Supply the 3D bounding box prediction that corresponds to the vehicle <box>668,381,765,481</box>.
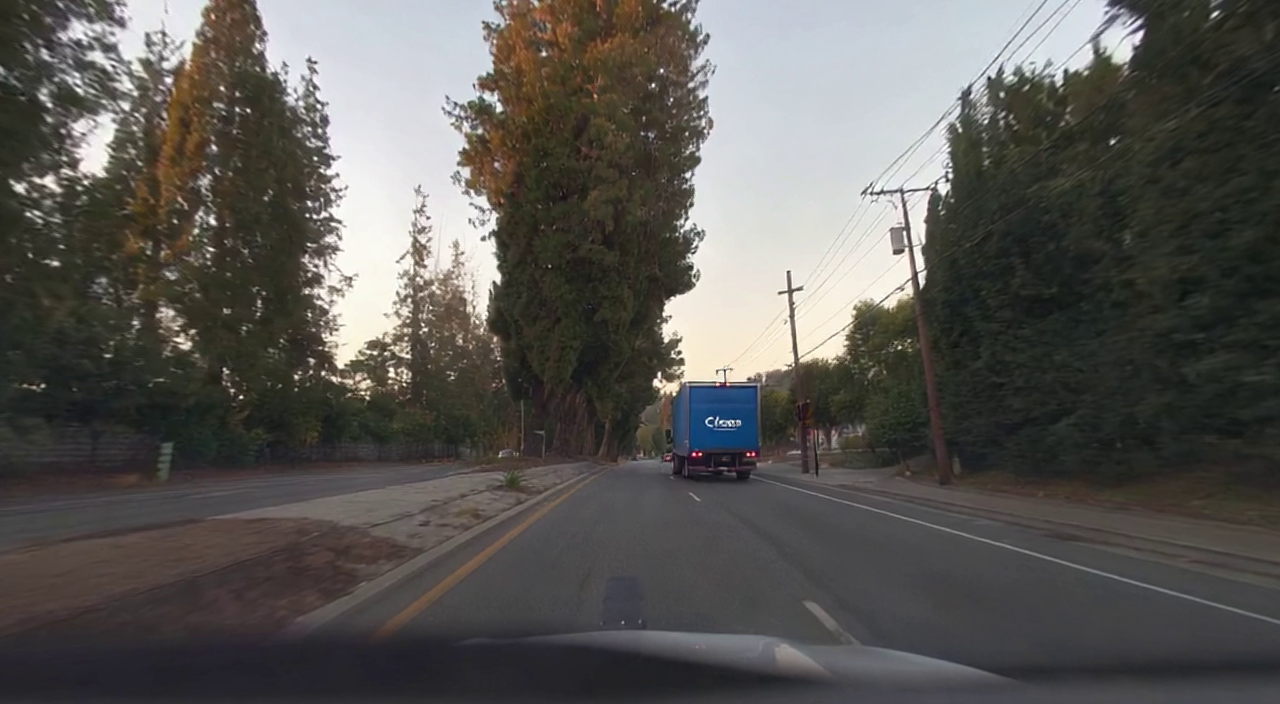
[{"bbox_3d":[3.145,3.706,28.830,2.973,3.848,9.336,0,-8,-2],"label":"vehicle"}]
